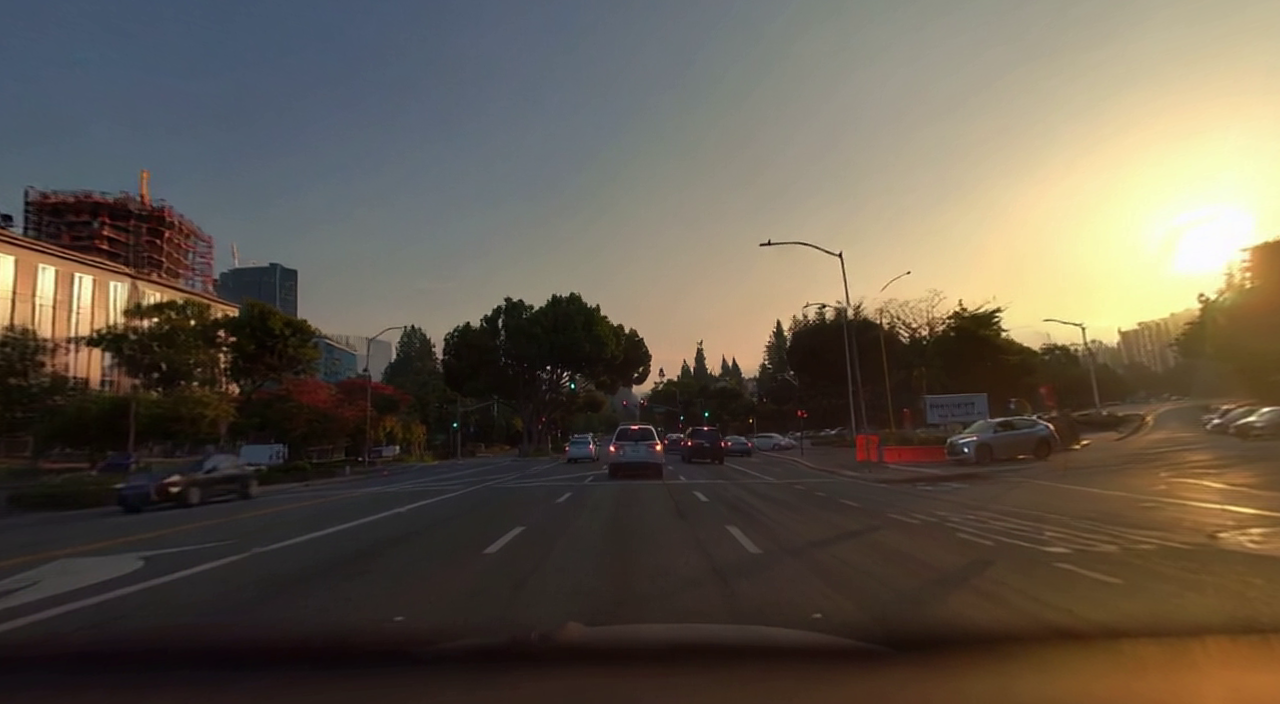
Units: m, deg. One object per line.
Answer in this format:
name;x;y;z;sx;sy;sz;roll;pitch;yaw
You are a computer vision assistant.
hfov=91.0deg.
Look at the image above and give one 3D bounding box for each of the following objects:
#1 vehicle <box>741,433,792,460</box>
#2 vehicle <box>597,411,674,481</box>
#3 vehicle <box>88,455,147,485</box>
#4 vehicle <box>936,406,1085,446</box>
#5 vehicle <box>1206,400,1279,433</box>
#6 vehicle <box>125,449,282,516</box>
vehicle;7.636;5.635;37.775;2.145;1.503;4.267;-4;-9;23
vehicle;-0.204;3.315;22.205;2.350;2.122;5.801;0;-8;-2
vehicle;-33.295;7.447;40.060;4.692;1.720;1.941;-7;-11;40
vehicle;14.929;3.068;25.504;4.986;1.467;2.025;-6;-10;34
vehicle;30.988;3.223;31.196;1.810;1.448;4.550;-1;-8;4
vehicle;-12.661;3.741;18.620;1.887;1.536;4.088;-5;-8;-2
